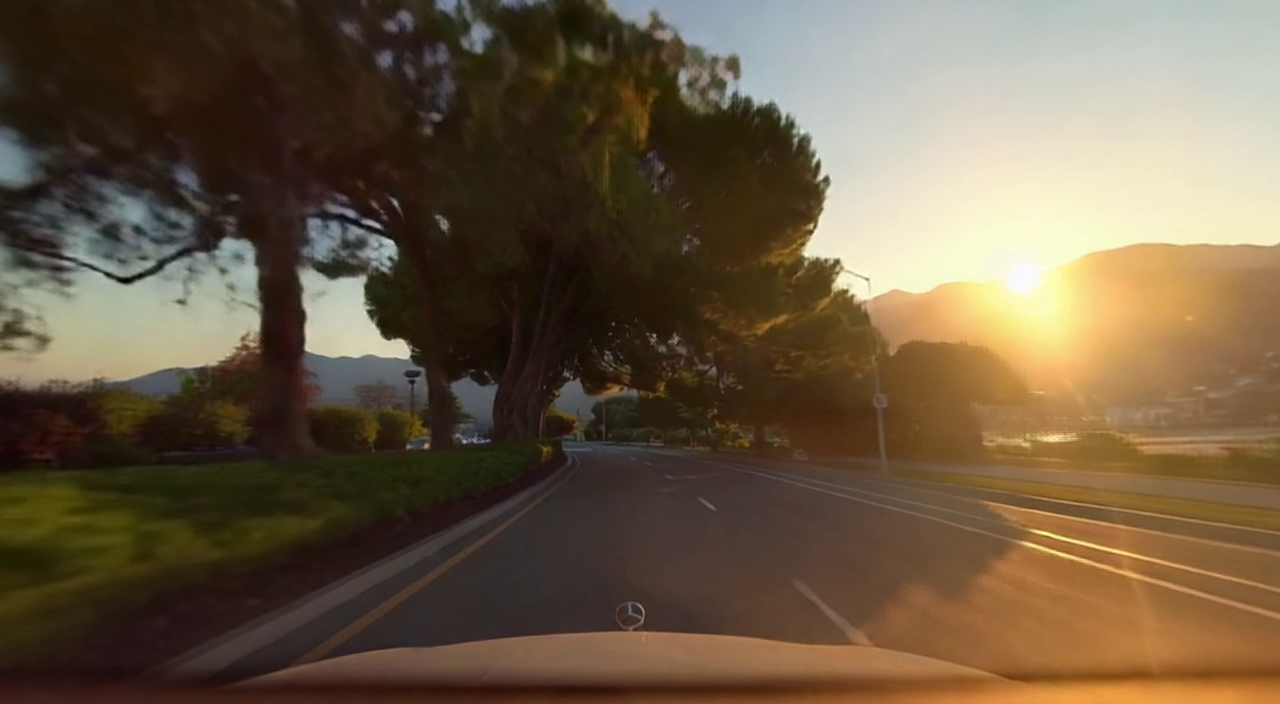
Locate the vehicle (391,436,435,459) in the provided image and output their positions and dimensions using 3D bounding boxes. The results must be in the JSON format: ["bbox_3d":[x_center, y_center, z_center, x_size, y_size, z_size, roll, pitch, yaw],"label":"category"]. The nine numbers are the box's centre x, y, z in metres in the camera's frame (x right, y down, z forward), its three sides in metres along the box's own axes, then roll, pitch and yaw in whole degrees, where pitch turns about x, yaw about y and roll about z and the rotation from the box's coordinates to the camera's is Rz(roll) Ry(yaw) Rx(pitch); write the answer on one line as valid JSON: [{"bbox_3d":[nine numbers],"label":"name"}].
[{"bbox_3d":[-15.810,6.668,44.162,1.842,1.495,4.375,1,-8,-6],"label":"vehicle"}]
